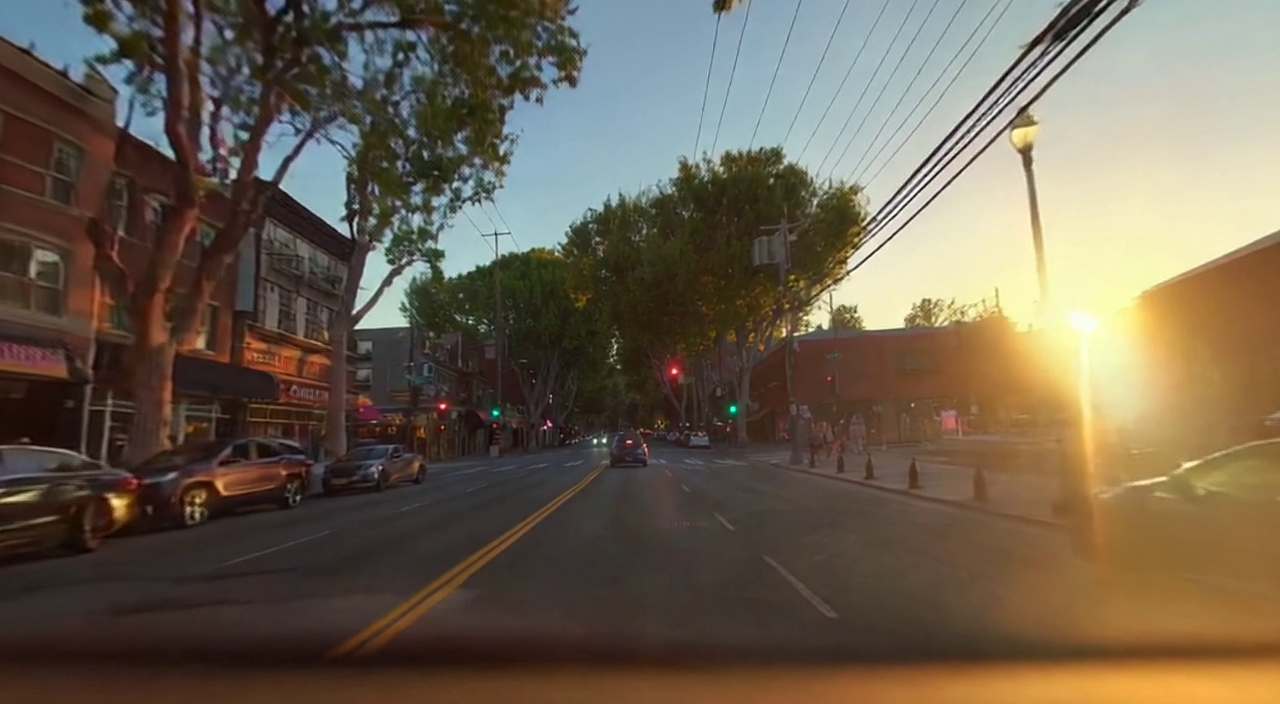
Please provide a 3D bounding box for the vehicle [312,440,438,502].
[{"bbox_3d":[-9.668,4.385,23.770,2.048,1.985,6.011,0,-9,0],"label":"vehicle"}]

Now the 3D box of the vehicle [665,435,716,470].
[{"bbox_3d":[2.350,4.841,30.634,1.998,1.580,4.015,0,-9,-2],"label":"vehicle"}]

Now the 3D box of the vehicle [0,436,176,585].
[{"bbox_3d":[-9.341,2.037,8.162,2.305,1.883,5.580,0,-10,2],"label":"vehicle"}]

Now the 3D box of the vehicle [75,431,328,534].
[{"bbox_3d":[-9.692,2.907,14.781,1.980,1.931,5.487,0,-9,-1],"label":"vehicle"}]

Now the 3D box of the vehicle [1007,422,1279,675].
[{"bbox_3d":[5.502,1.332,4.318,2.266,1.705,5.998,0,-8,-1],"label":"vehicle"}]

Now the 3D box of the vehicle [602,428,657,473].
[{"bbox_3d":[-0.475,4.470,28.814,2.301,1.854,4.919,0,-9,-1],"label":"vehicle"}]
